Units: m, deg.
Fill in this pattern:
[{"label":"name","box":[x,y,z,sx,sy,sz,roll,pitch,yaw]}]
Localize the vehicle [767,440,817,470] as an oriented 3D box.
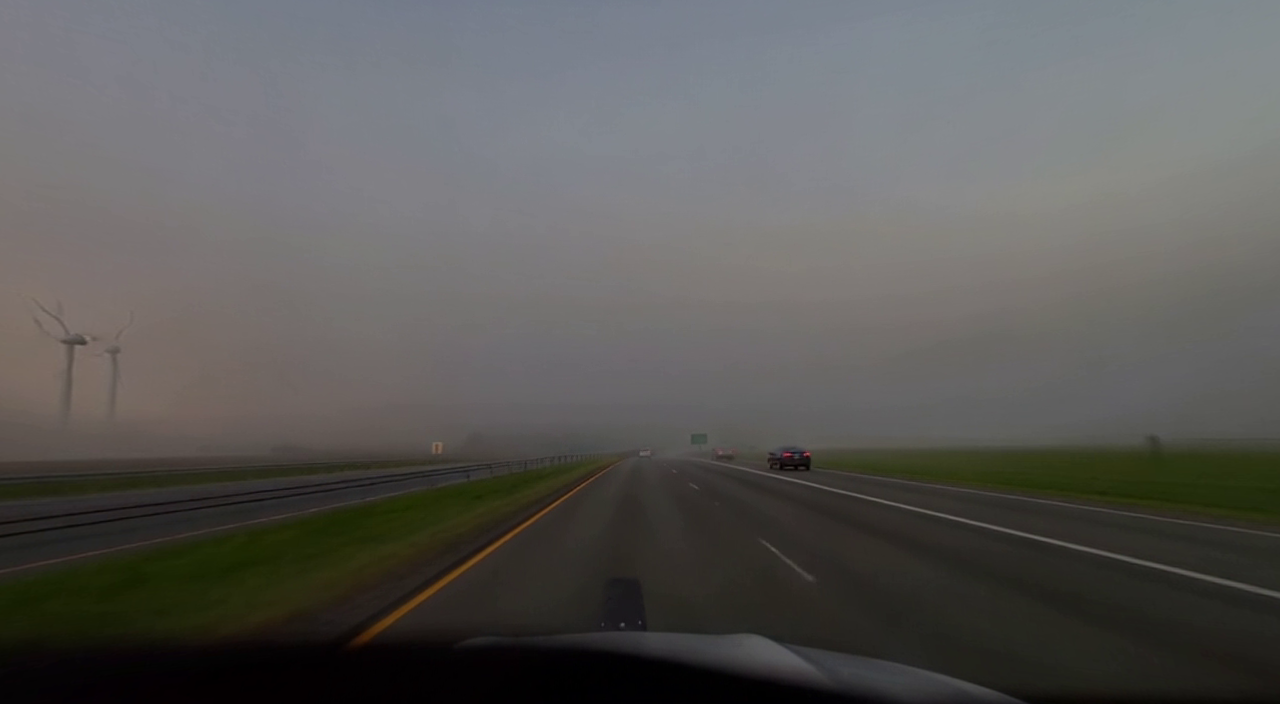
[{"label":"vehicle","box":[9.225,6.290,38.631,1.897,1.669,4.825,0,-9,0]}]
